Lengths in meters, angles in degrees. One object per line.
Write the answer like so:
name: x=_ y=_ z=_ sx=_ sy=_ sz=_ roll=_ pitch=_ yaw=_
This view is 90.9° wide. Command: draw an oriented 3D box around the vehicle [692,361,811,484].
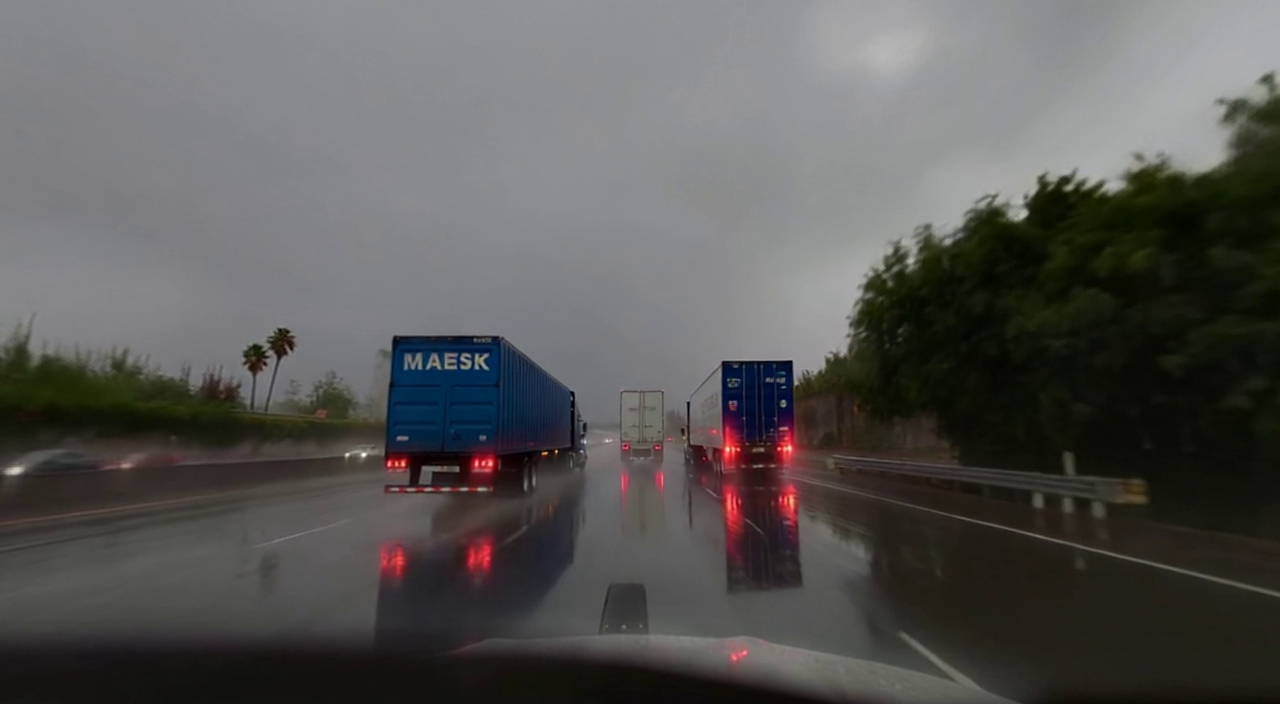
vehicle: x=4.369 y=3.428 z=28.761 sx=2.887 sy=4.178 sz=14.553 roll=0 pitch=-8 yaw=1

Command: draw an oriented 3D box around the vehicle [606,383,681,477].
vehicle: x=0.288 y=4.564 z=35.311 sx=3.097 sy=3.856 sz=18.209 roll=-1 pitch=-8 yaw=1

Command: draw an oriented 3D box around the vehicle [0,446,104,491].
vehicle: x=-20.537 y=3.936 z=21.584 sx=1.460 sy=1.357 sz=3.230 roll=-1 pitch=-8 yaw=1

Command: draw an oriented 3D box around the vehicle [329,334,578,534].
vehicle: x=-3.543 y=2.099 z=15.786 sx=2.786 sy=3.228 sz=11.082 roll=0 pitch=-8 yaw=0

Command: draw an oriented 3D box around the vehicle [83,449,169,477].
vehicle: x=-31.512 y=6.775 z=38.820 sx=1.956 sy=1.542 sz=3.837 roll=-1 pitch=-8 yaw=1
